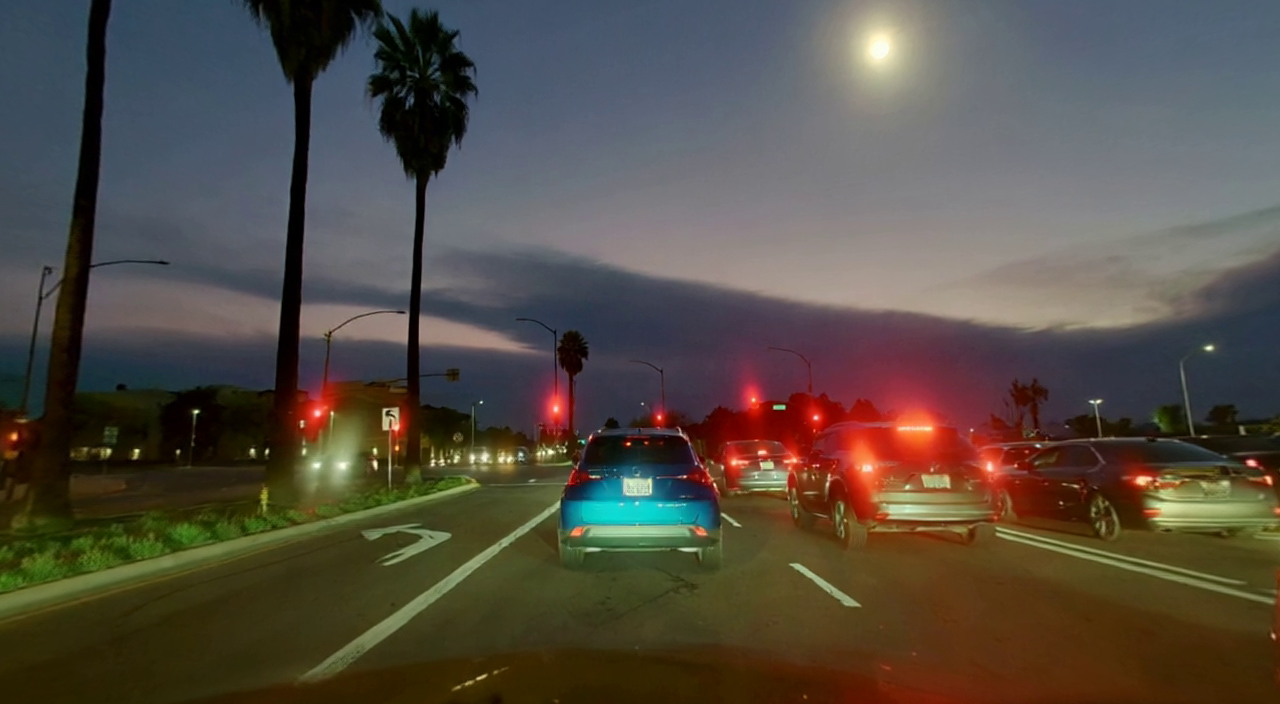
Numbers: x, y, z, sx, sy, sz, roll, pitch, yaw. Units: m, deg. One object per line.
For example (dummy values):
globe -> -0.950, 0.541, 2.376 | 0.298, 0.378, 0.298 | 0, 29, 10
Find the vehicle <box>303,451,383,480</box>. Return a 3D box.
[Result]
vehicle -> -16.154, 6.168, 34.659 | 2.021, 1.464, 4.505 | 0, -9, 2

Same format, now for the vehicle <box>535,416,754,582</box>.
vehicle -> 0.035, 1.709, 8.109 | 2.083, 1.572, 4.021 | 0, -9, 0

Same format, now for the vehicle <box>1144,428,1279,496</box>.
vehicle -> 18.073, 3.196, 18.472 | 4.786, 1.848, 2.107 | 0, -9, -1

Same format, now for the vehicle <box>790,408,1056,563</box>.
vehicle -> 3.679, 1.813, 9.239 | 1.947, 1.725, 4.159 | 0, -9, 0

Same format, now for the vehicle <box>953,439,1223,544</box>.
vehicle -> 7.381, 2.291, 11.043 | 1.832, 1.477, 3.981 | 0, -9, 1
